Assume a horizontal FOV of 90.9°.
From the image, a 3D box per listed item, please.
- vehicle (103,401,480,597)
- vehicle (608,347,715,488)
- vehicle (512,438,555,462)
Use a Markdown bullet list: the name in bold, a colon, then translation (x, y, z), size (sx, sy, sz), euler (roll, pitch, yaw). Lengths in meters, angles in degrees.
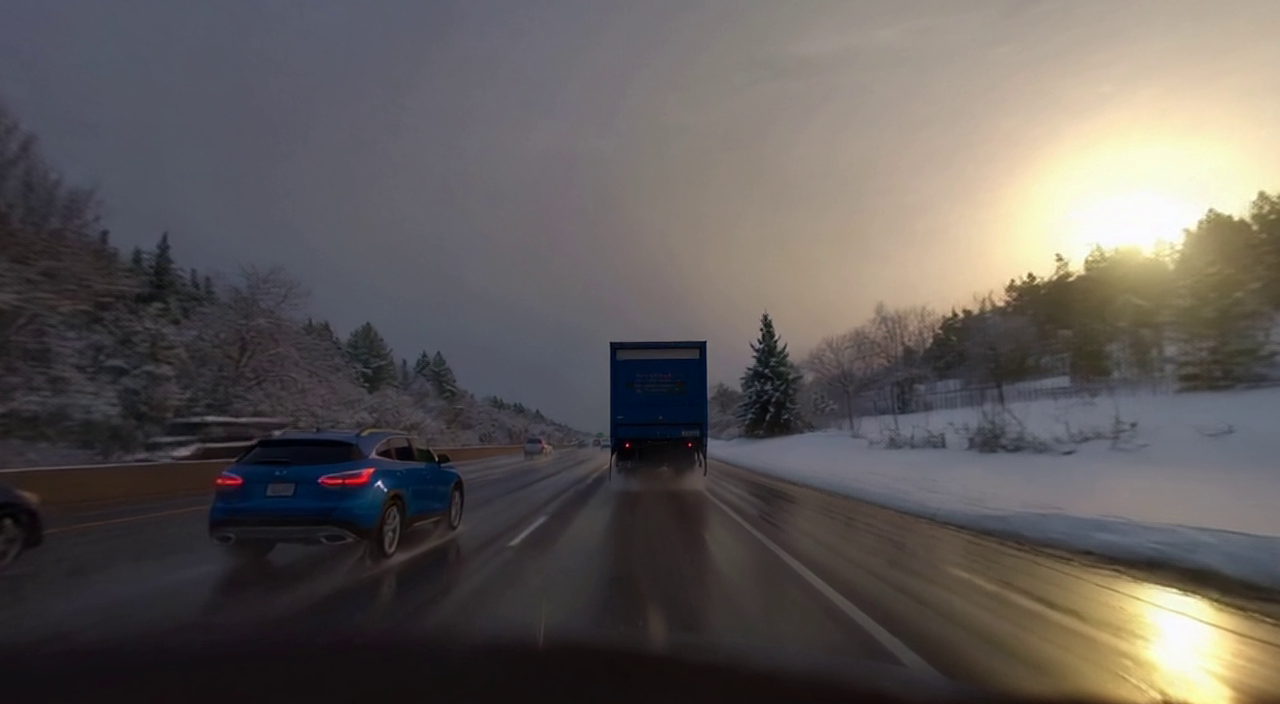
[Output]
- **vehicle**: translation (-3.549, 1.581, 7.623), size (2.077, 1.671, 4.249), euler (0, -8, 1)
- **vehicle**: translation (0.608, 2.533, 22.528), size (2.870, 3.841, 10.653), euler (0, -8, 0)
- **vehicle**: translation (-6.735, 6.266, 40.447), size (1.882, 1.451, 4.416), euler (0, -8, 1)
